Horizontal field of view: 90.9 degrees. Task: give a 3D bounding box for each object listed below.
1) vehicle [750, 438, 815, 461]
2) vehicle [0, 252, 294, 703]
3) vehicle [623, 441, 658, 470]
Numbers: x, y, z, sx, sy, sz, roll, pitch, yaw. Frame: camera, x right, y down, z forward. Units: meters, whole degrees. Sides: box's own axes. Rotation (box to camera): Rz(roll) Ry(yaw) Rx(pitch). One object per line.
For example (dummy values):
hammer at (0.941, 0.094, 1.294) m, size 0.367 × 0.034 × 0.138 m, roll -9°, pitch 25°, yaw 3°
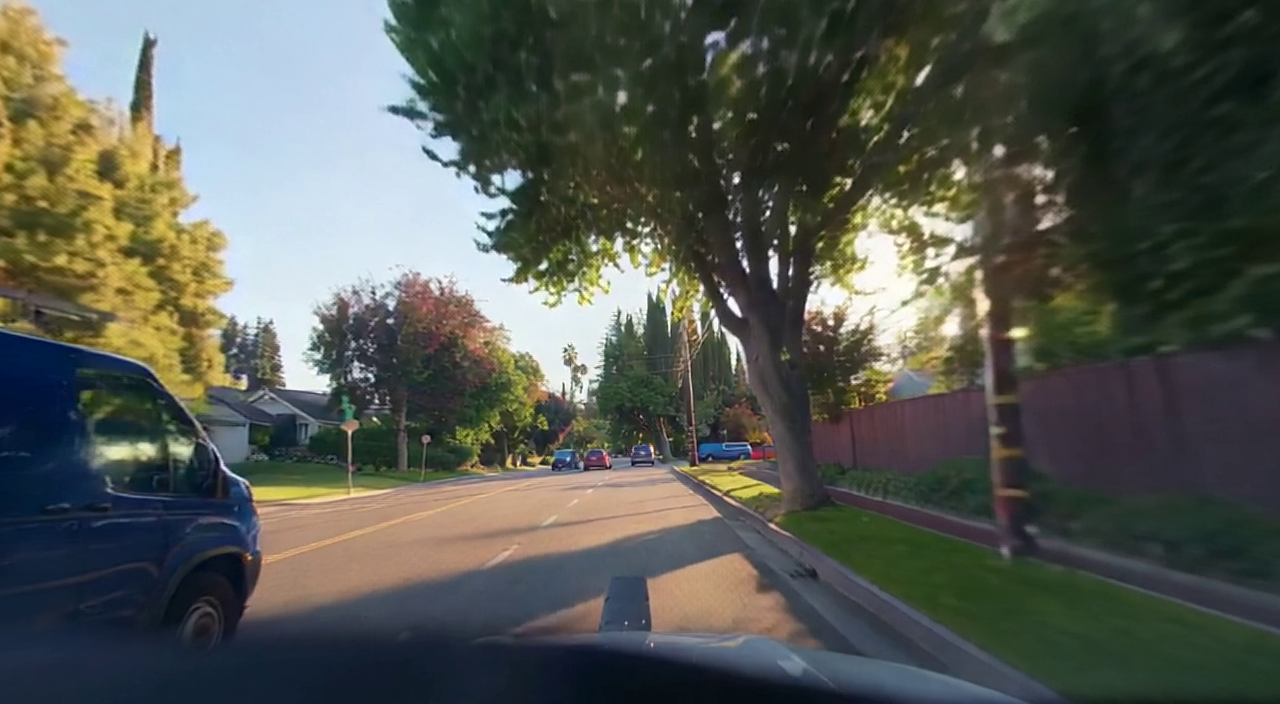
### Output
vehicle at (10.434, 7.152, 46.267) m, size 4.295 × 1.505 × 1.918 m, roll -1°, pitch -8°, yaw 2°
vehicle at (-3.659, 0.547, 1.450) m, size 2.336 × 2.152 × 5.866 m, roll 0°, pitch -9°, yaw 0°
vehicle at (0.058, 6.450, 39.469) m, size 2.120 × 1.718 × 3.909 m, roll 0°, pitch -9°, yaw 1°
